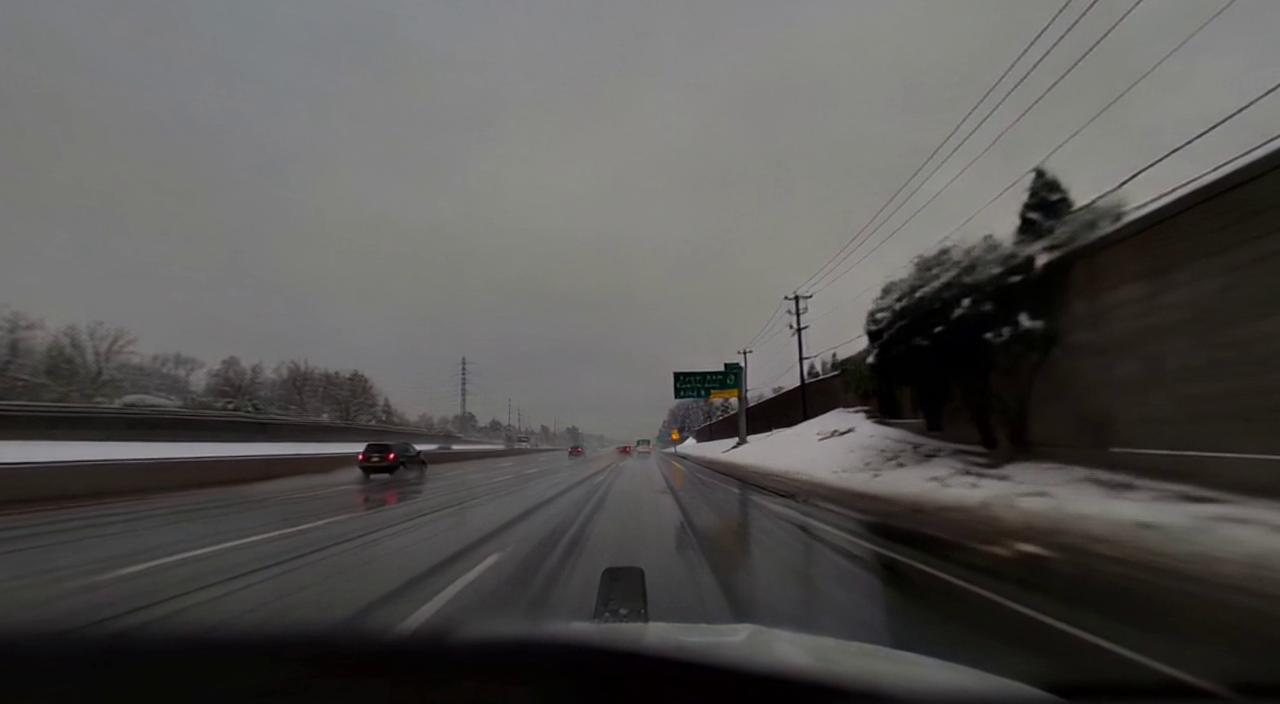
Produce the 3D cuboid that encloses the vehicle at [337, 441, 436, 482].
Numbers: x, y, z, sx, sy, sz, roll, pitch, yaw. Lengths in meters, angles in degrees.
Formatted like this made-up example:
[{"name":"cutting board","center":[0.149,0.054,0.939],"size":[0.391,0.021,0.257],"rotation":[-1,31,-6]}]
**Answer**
[{"name":"vehicle","center":[-10.094,4.368,25.546],"size":[2.056,1.476,4.562],"rotation":[0,-8,1]}]
